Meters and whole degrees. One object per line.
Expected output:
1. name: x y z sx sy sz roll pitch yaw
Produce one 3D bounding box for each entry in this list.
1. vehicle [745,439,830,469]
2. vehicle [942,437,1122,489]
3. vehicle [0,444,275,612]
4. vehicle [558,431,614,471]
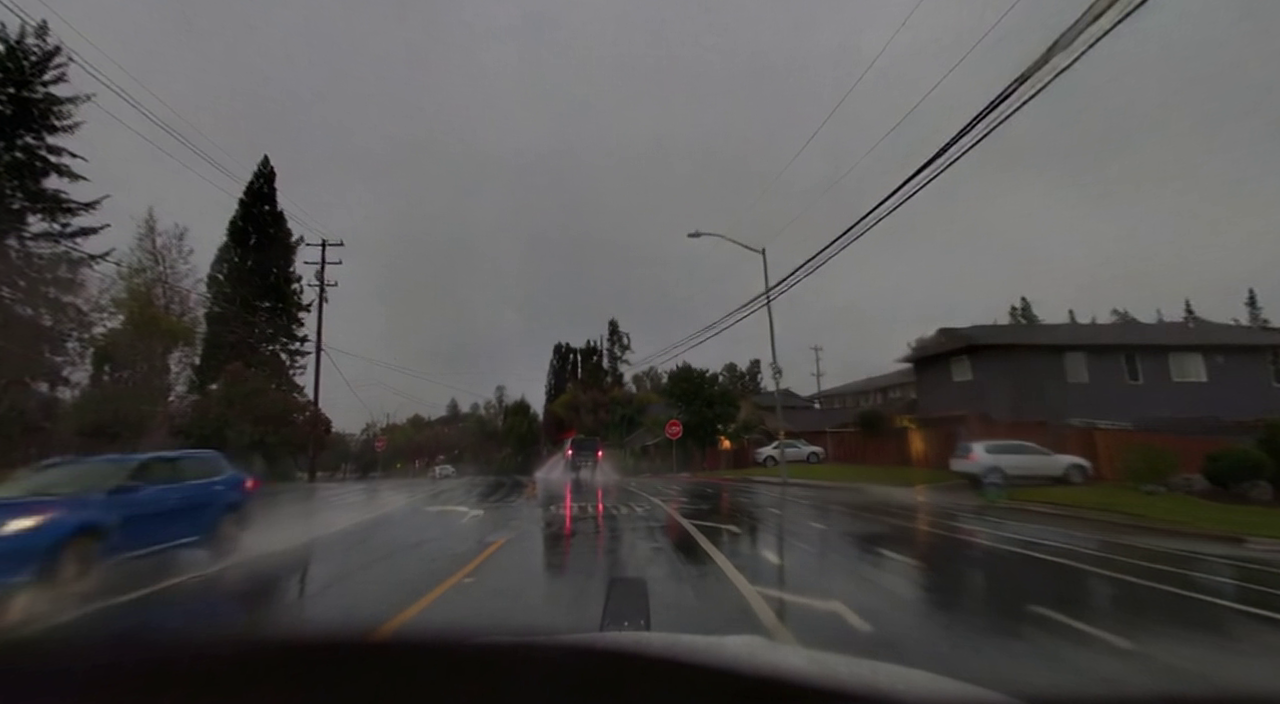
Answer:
1. vehicle: 8.939 6.158 38.273 4.582 1.707 1.934 2 -8 -12
2. vehicle: 12.035 3.394 19.547 4.383 1.508 1.884 1 -8 -5
3. vehicle: -6.805 1.887 7.703 2.003 1.483 4.545 0 -8 -1
4. vehicle: -2.888 5.059 32.708 2.284 1.741 4.702 4 -7 -11
